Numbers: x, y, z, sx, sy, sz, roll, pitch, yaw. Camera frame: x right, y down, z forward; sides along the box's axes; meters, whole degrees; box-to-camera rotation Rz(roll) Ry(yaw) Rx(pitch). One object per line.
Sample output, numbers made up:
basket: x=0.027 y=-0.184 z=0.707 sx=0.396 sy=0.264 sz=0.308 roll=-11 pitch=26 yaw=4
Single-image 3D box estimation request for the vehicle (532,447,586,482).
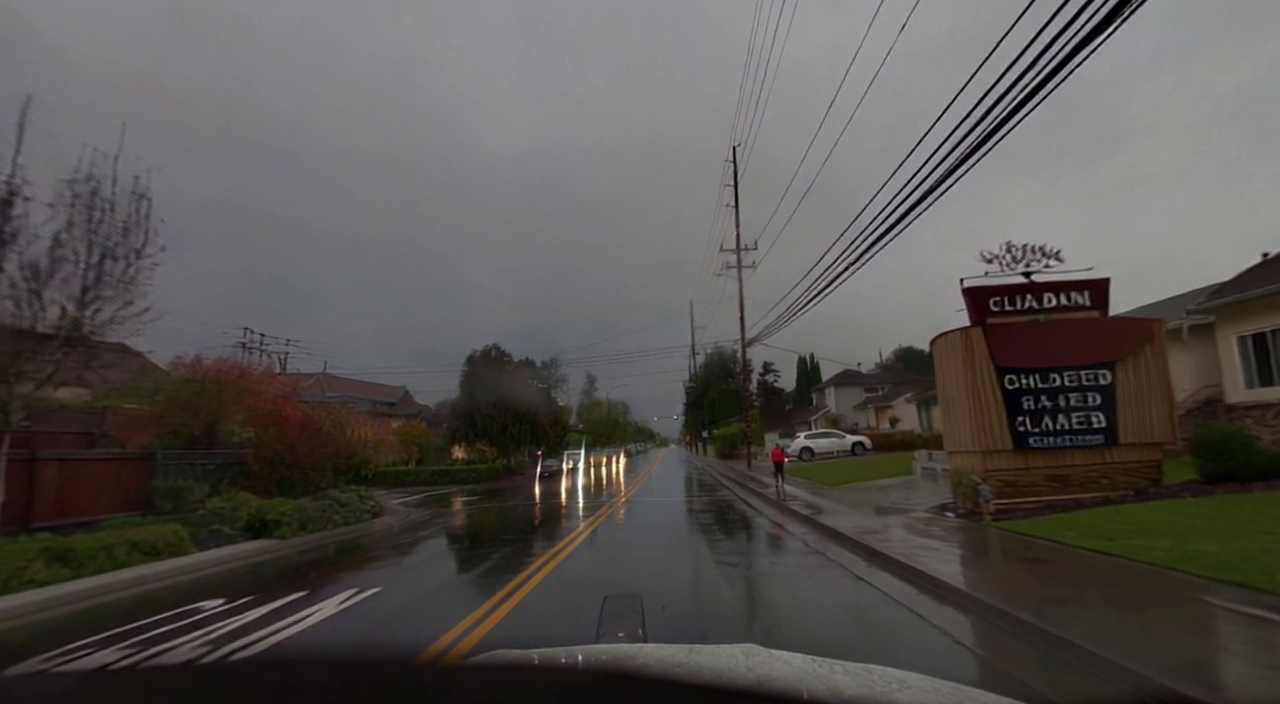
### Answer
vehicle: x=-4.432 y=6.289 z=35.540 sx=2.203 sy=1.787 sz=4.704 roll=-1 pitch=-8 yaw=3
